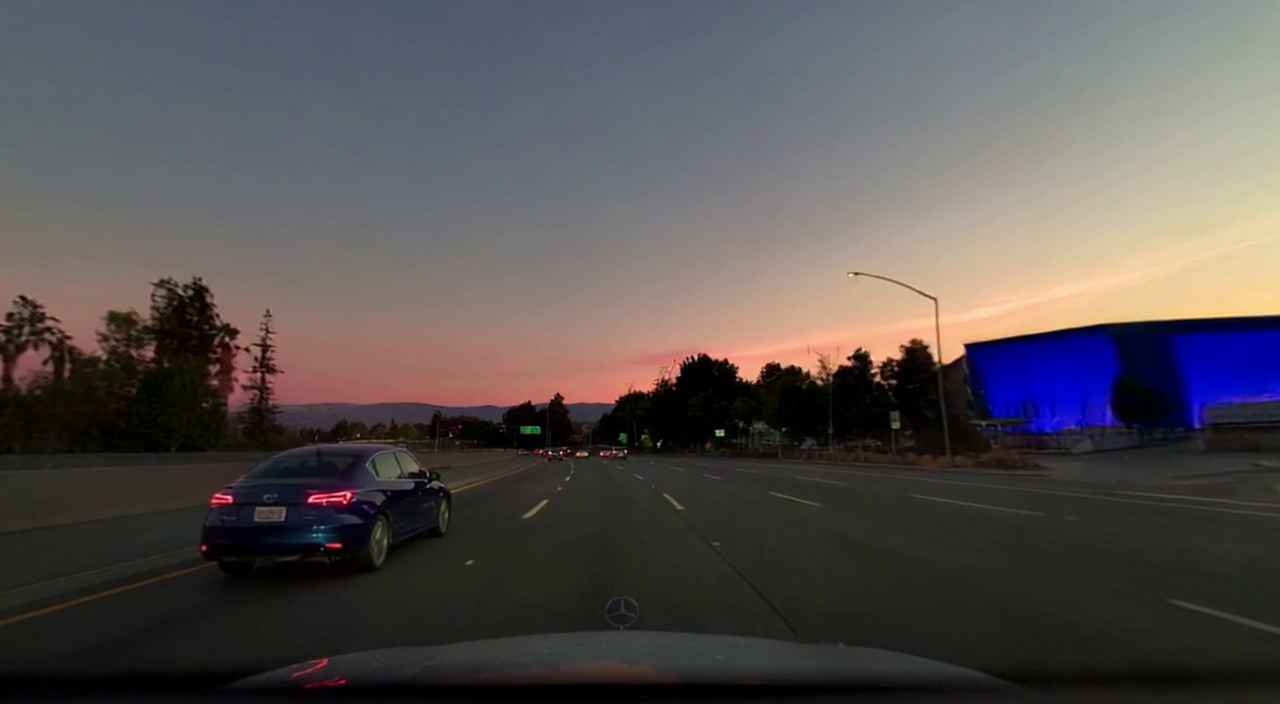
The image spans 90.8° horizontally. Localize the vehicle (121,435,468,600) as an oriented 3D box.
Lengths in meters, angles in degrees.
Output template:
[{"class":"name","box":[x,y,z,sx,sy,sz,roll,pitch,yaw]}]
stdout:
[{"class":"vehicle","box":[-3.737,1.830,7.987,2.018,1.476,4.364,0,-8,-2]}]
